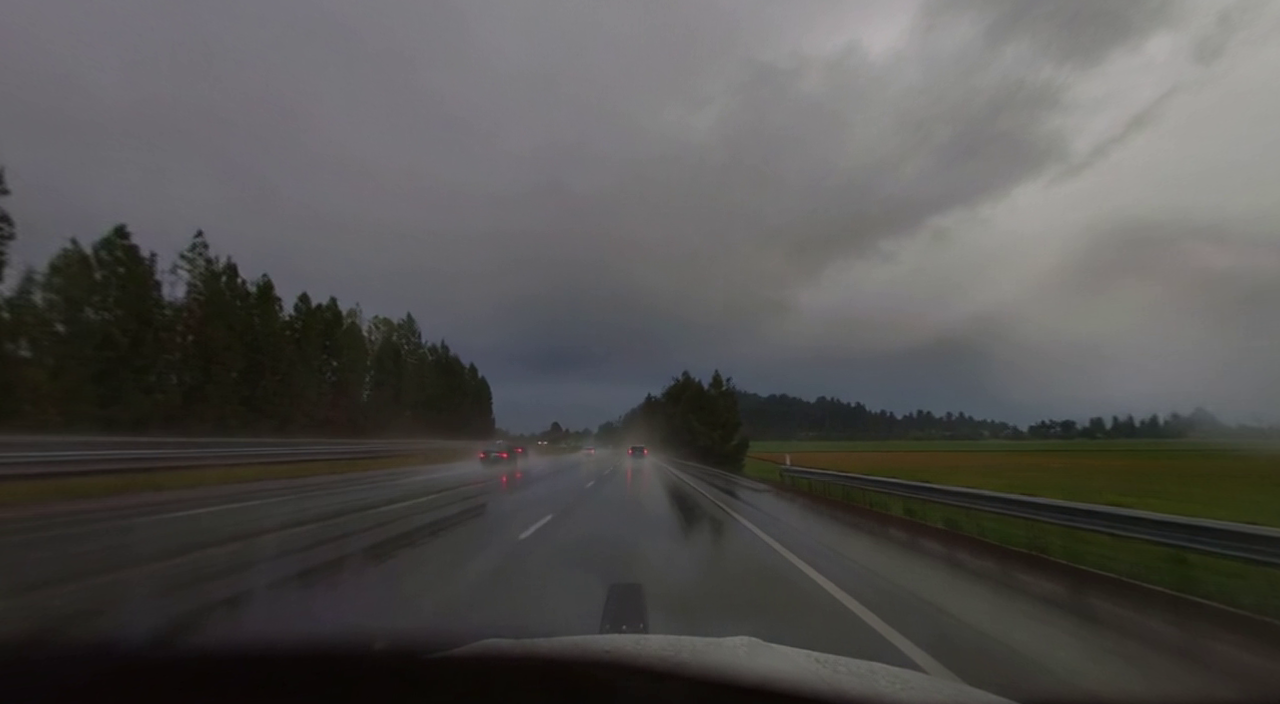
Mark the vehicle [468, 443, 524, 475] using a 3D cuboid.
[{"bbox_3d":[-7.514,5.614,33.334,1.972,1.603,3.891,0,-8,1],"label":"vehicle"}]
